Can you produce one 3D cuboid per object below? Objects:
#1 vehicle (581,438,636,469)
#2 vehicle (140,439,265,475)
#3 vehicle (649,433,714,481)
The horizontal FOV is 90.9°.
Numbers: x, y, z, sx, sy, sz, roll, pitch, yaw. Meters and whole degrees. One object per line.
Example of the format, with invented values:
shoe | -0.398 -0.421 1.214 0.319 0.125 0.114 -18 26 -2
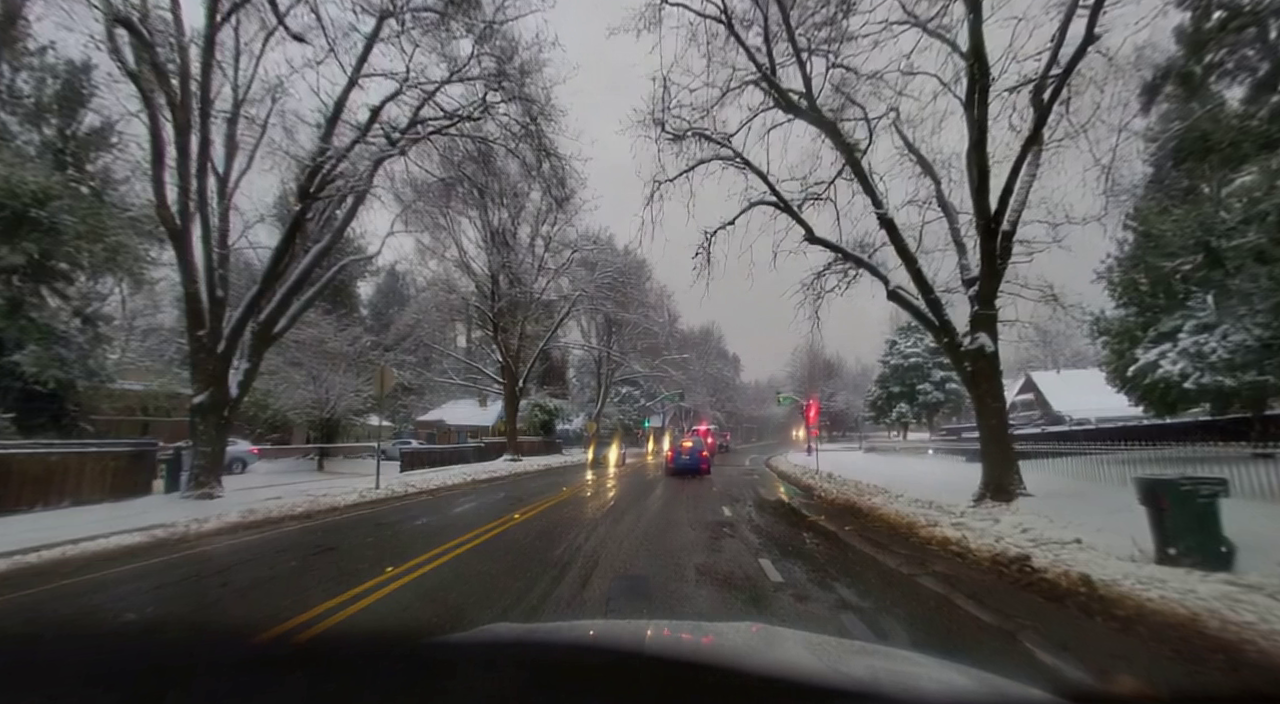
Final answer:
vehicle | -1.556 5.293 33.129 1.961 1.498 4.401 -1 -8 10
vehicle | -19.433 4.644 28.250 1.937 1.450 4.422 -1 -8 10
vehicle | 1.476 3.645 22.141 2.070 1.516 3.936 -1 -8 4
